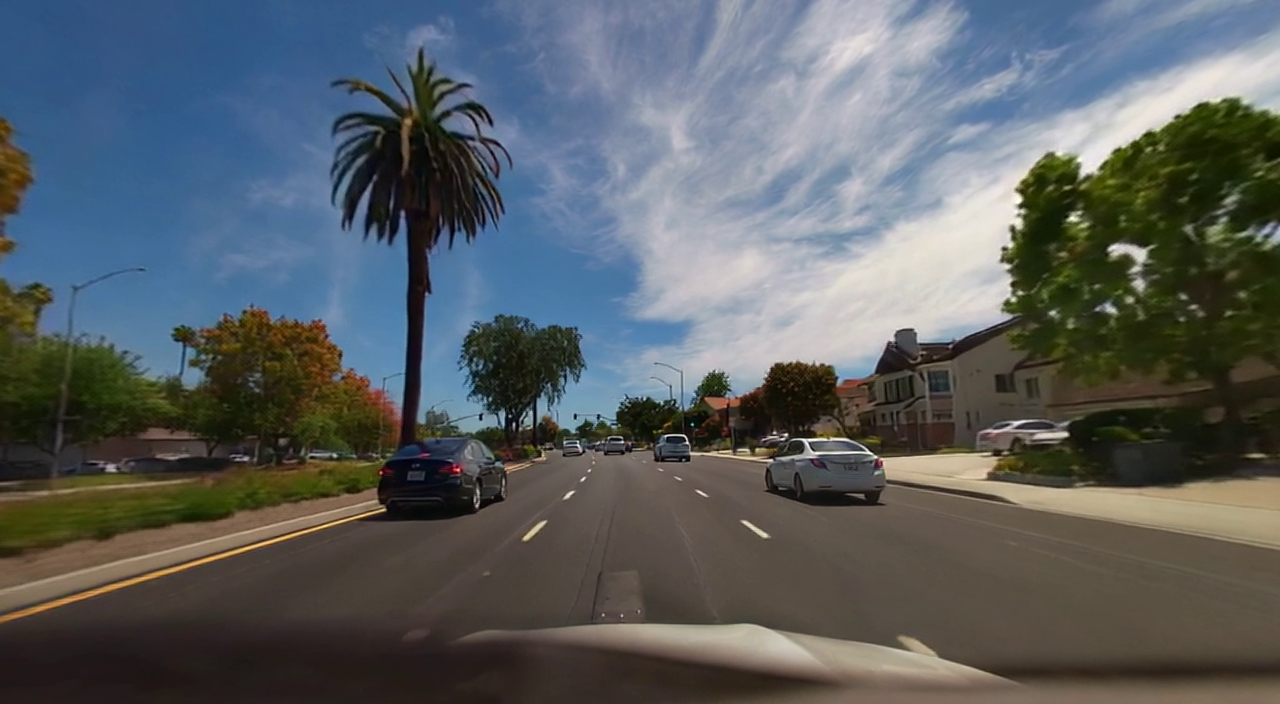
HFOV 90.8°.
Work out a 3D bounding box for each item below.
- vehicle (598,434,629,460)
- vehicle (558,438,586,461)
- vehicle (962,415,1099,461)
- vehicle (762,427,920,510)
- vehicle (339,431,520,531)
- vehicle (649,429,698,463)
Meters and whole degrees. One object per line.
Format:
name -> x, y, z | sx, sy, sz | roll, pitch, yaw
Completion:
vehicle -> -2.058, 7.220, 48.068 | 2.164, 1.867, 4.254 | 1, -8, -5
vehicle -> -4.976, 7.133, 46.285 | 1.922, 1.577, 4.140 | 1, -8, -5
vehicle -> 15.746, 3.538, 25.839 | 1.978, 1.669, 4.515 | 2, -9, -16
vehicle -> 4.049, 2.417, 13.539 | 1.870, 1.491, 4.009 | 0, -8, -3
vehicle -> -3.556, 2.240, 11.614 | 1.924, 1.473, 4.200 | 0, -8, -1
vehicle -> 2.025, 5.964, 40.112 | 2.391, 1.960, 5.600 | 0, -8, -5
